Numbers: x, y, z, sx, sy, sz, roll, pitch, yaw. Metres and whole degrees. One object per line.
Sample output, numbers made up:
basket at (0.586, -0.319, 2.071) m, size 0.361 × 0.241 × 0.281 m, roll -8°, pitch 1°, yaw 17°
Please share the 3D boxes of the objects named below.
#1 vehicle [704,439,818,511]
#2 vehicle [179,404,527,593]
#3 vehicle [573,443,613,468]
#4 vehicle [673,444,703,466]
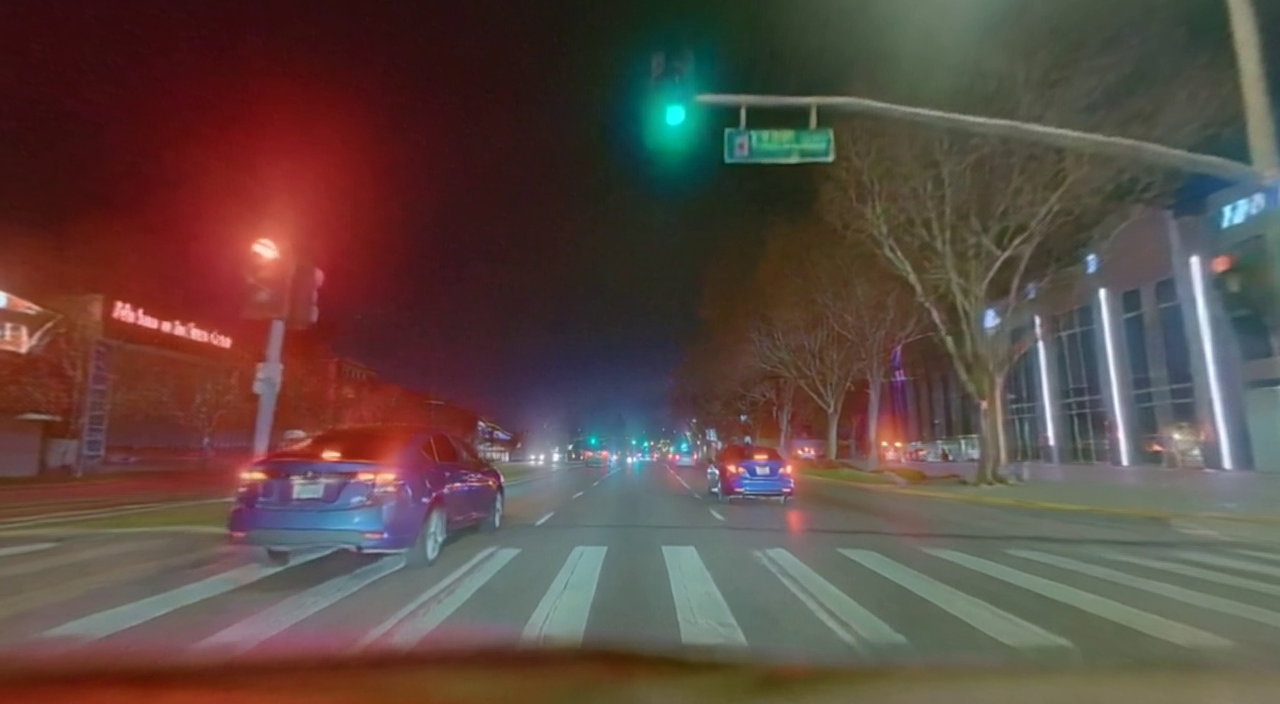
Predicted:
vehicle at (2.785, 2.911, 15.521) m, size 1.946 × 1.513 × 4.133 m, roll 0°, pitch -8°, yaw 0°
vehicle at (-2.969, 1.635, 8.094) m, size 2.032 × 1.639 × 5.037 m, roll 0°, pitch -8°, yaw 1°
vehicle at (-2.904, 6.509, 39.820) m, size 2.040 × 1.471 × 4.211 m, roll 0°, pitch -8°, yaw 2°
vehicle at (3.558, 7.753, 47.493) m, size 1.931 × 1.552 × 4.125 m, roll 0°, pitch -8°, yaw 1°
